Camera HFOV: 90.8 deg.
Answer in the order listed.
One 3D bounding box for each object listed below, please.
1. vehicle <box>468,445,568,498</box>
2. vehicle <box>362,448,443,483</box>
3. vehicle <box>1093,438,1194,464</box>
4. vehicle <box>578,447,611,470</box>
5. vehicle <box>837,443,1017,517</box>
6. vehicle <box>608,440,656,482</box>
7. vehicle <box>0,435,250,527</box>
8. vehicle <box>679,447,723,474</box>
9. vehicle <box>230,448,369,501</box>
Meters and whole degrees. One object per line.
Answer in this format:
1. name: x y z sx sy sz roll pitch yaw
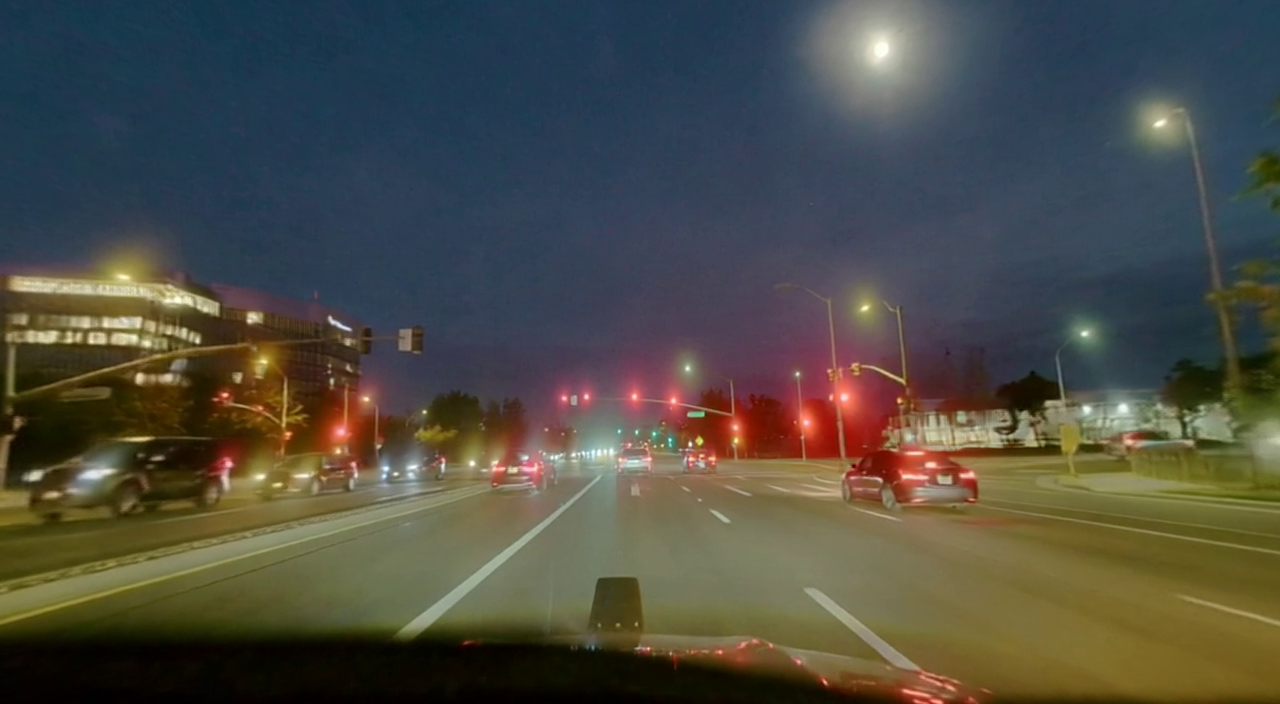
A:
1. vehicle: -3.708 3.692 20.047 2.163 1.474 4.413 0 -8 2
2. vehicle: -10.983 5.265 29.586 2.047 1.479 4.228 0 -8 2
3. vehicle: 29.381 5.775 36.899 4.568 1.475 2.022 2 -9 -12
4. vehicle: -3.093 7.308 43.678 2.002 1.502 4.057 0 -8 0
5. vehicle: 6.440 2.892 14.921 2.028 1.451 4.625 0 -8 -1
6. vehicle: -0.331 4.869 28.578 2.008 1.716 4.125 0 -8 0
7. vehicle: -10.906 2.707 13.863 2.026 1.706 4.041 0 -8 1
8. vehicle: 3.425 6.162 36.137 2.014 1.430 4.103 0 -8 -2
9. vehicle: -10.739 3.852 20.377 1.924 1.479 4.508 0 -8 0
